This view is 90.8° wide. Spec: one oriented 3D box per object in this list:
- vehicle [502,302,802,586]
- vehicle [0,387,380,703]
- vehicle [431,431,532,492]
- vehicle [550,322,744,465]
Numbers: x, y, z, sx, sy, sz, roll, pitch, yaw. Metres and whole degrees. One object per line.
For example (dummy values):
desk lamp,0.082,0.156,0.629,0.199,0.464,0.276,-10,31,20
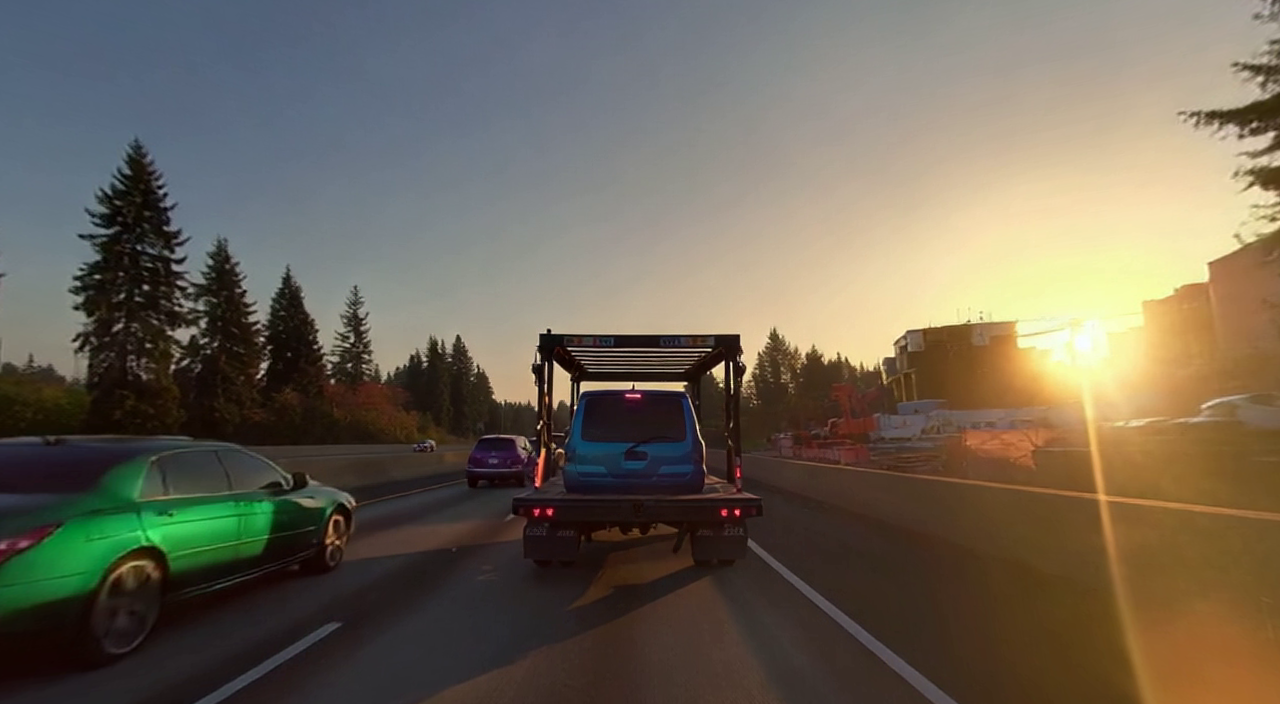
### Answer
vehicle,-0.163,1.594,11.076,2.735,2.597,10.435,1,-8,-3
vehicle,-3.874,1.144,4.253,2.155,1.513,4.964,0,-9,0
vehicle,-4.776,3.359,19.773,2.057,1.665,4.572,0,-9,-1
vehicle,-0.020,0.806,9.442,2.156,1.604,4.680,0,-9,-3
